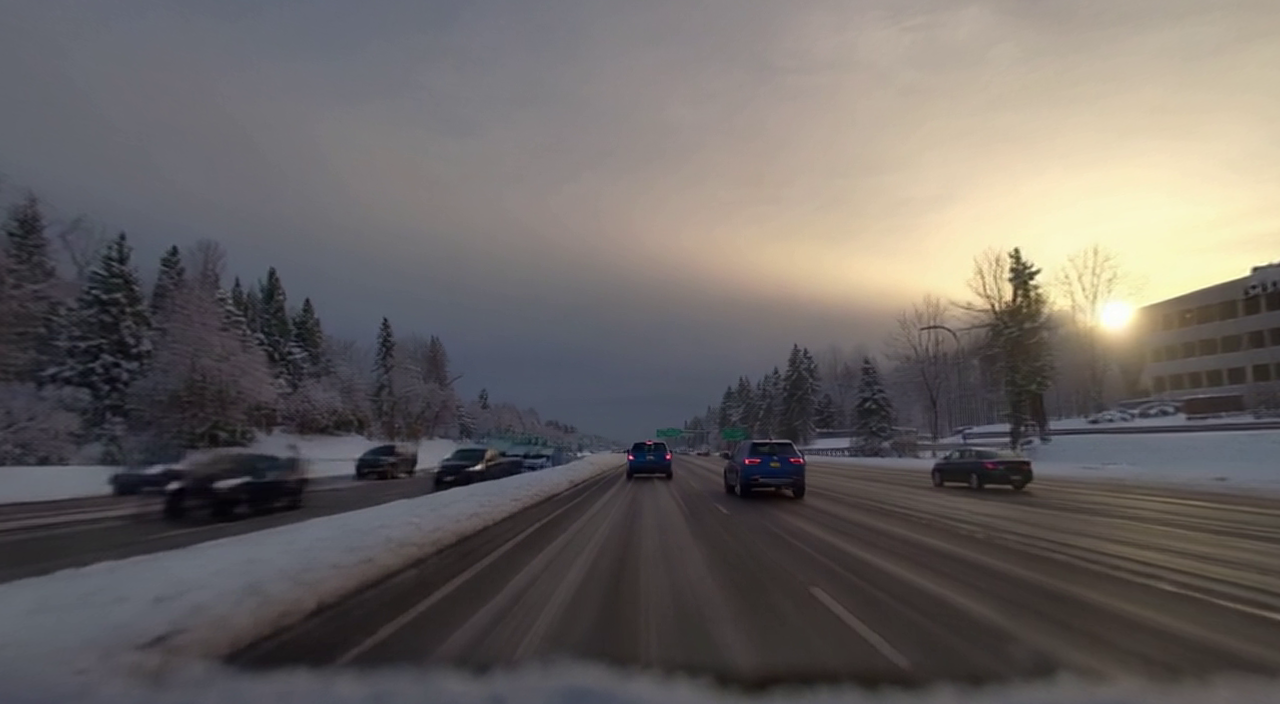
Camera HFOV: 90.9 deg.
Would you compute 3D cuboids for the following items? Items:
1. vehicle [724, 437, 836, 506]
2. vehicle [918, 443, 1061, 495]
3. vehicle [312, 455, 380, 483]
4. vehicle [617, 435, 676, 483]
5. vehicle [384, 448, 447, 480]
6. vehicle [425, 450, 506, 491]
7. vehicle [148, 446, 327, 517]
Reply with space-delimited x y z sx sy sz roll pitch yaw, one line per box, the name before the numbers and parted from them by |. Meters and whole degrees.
vehicle | 3.566 3.114 16.927 2.042 1.592 4.047 0 -8 0
vehicle | 10.991 3.681 20.321 2.027 1.446 4.470 0 -8 0
vehicle | -17.757 7.056 38.340 1.918 1.456 4.459 0 -8 1
vehicle | 0.286 4.527 27.002 2.290 1.862 4.454 0 -8 1
vehicle | -13.961 6.952 39.567 2.092 1.805 4.904 0 -8 1
vehicle | -7.194 4.915 26.535 2.037 1.483 4.507 0 -8 1
vehicle | -10.934 3.501 17.648 2.012 1.685 4.411 0 -8 1
